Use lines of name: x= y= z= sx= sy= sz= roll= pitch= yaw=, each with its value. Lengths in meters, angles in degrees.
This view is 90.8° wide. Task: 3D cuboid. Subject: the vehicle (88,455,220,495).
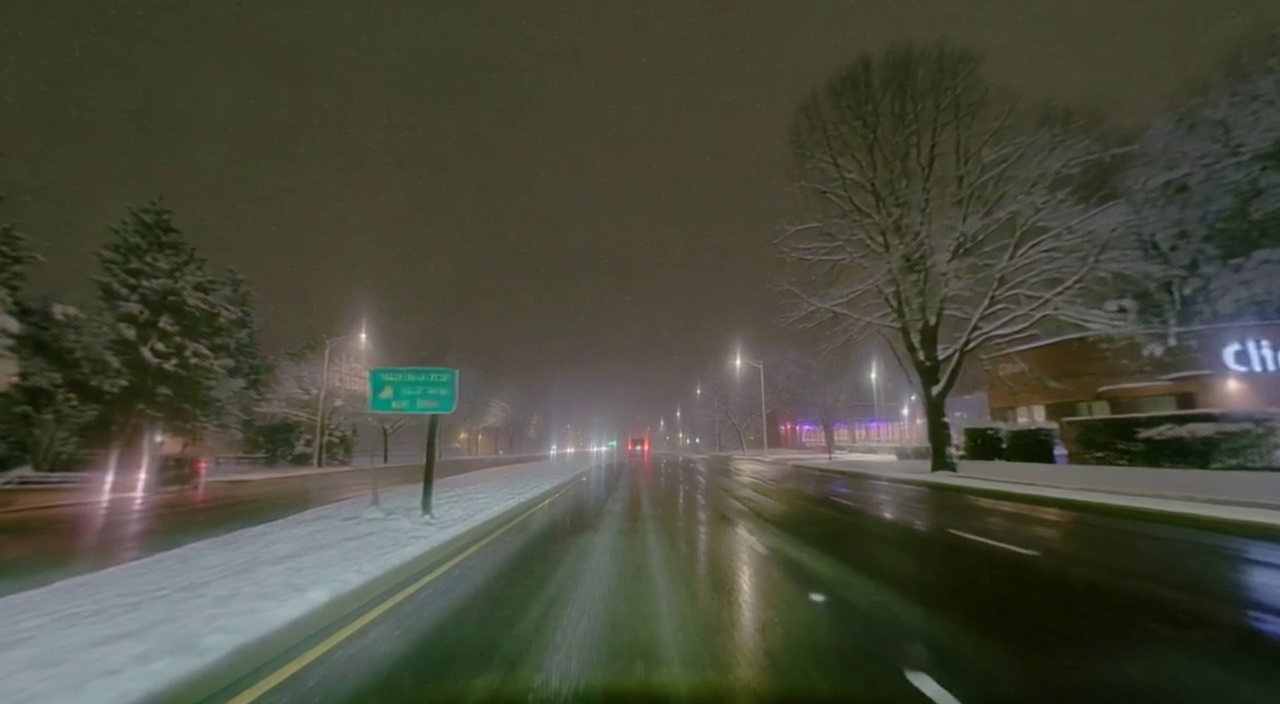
vehicle: x=-20.094 y=5.030 z=26.143 sx=4.665 sy=1.486 sz=1.918 roll=-3 pitch=-9 yaw=18
